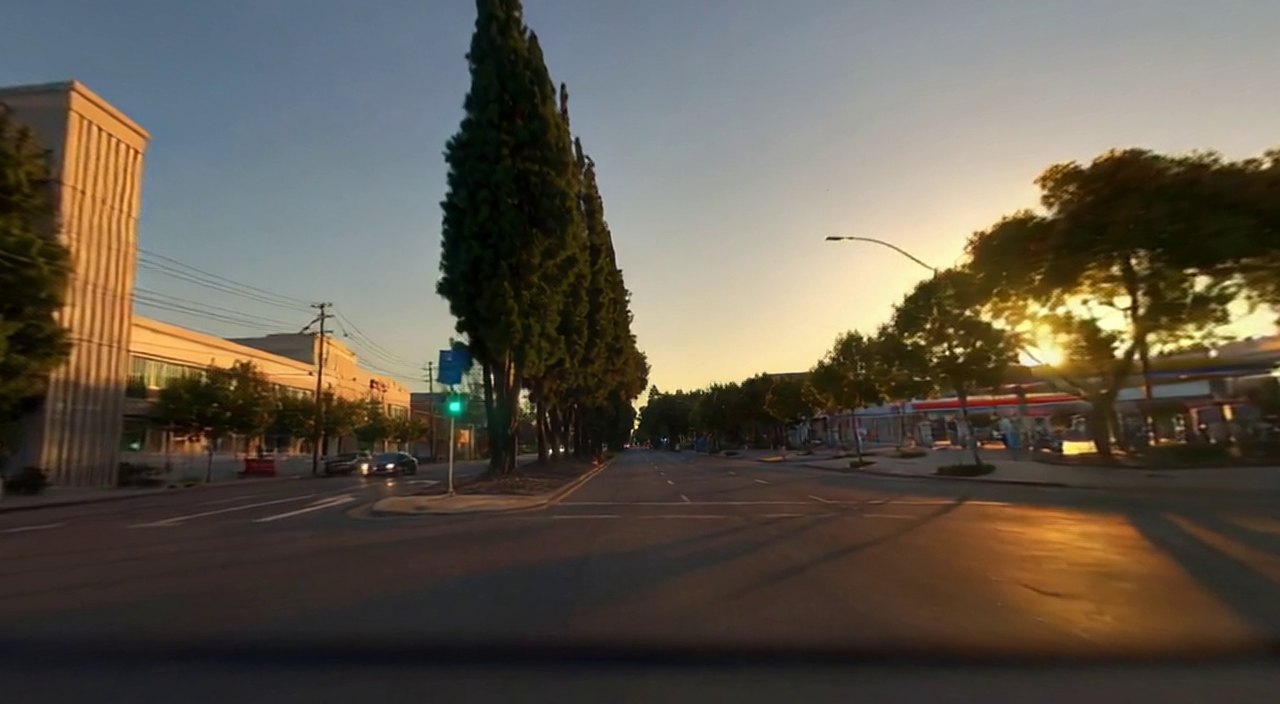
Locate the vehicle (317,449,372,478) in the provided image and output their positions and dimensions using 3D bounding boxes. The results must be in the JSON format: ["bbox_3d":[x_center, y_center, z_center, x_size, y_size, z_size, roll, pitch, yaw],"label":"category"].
[{"bbox_3d":[-22.439,8.475,48.249,2.076,1.927,4.749,-2,-8,-2],"label":"vehicle"}]

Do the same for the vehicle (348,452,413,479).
[{"bbox_3d":[-16.066,7.011,39.429,1.971,1.492,4.878,0,-8,0],"label":"vehicle"}]
